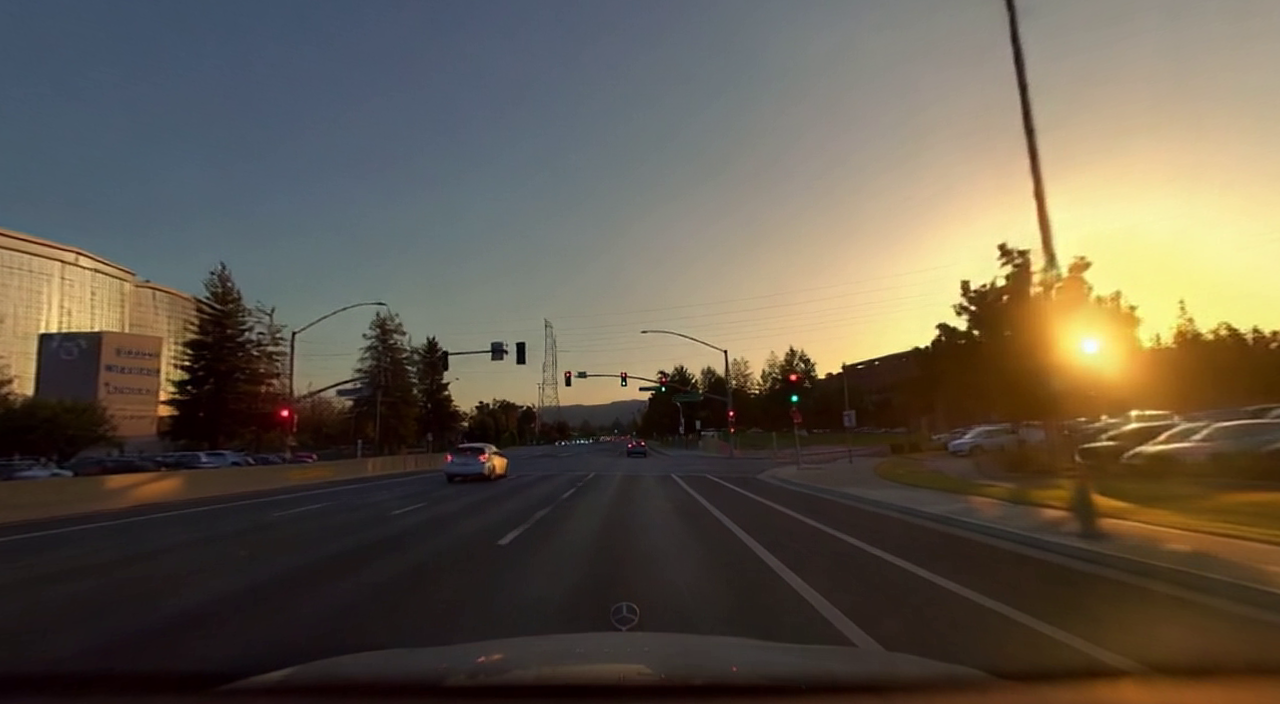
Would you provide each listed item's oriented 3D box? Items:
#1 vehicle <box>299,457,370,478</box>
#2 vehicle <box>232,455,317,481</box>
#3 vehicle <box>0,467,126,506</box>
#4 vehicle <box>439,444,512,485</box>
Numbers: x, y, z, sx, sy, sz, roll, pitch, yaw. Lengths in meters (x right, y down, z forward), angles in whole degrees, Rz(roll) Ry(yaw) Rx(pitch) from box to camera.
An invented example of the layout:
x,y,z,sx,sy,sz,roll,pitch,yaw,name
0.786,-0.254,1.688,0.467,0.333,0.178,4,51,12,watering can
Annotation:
x,y,z,sx,sy,sz,roll,pitch,yaw,name
-22.716,8.602,47.100,4.298,1.466,1.921,-1,-9,3,vehicle
-25.665,8.123,44.432,4.722,1.741,2.142,-1,-9,7,vehicle
-24.700,5.612,26.534,4.403,1.465,1.928,0,-9,-3,vehicle
-6.398,4.409,25.100,1.928,1.451,4.219,0,-9,-3,vehicle
